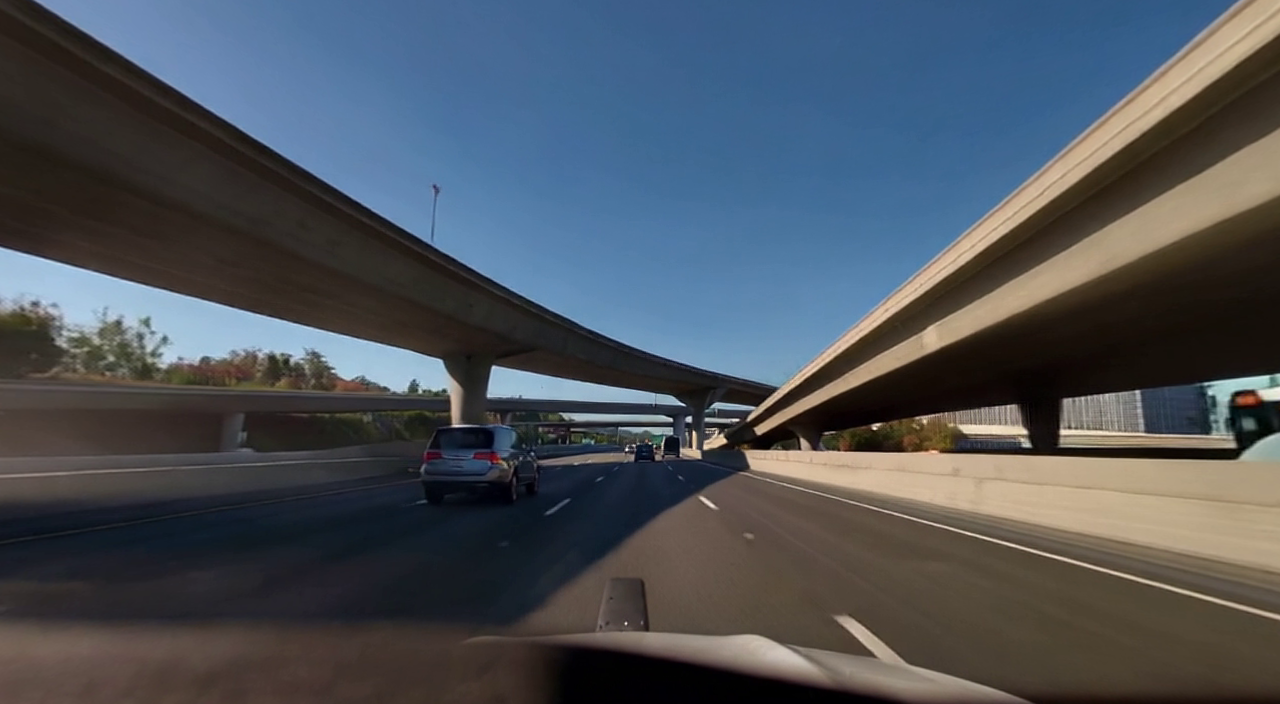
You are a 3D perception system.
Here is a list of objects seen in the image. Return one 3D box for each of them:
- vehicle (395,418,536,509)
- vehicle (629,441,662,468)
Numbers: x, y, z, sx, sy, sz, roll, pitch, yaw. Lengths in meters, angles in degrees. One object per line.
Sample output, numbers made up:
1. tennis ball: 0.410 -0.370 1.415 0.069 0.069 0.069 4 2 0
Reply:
1. vehicle: -4.150 2.761 16.012 2.147 1.918 4.834 -1 -9 1
2. vehicle: 0.369 6.840 42.192 2.052 1.711 4.223 -1 -9 0
